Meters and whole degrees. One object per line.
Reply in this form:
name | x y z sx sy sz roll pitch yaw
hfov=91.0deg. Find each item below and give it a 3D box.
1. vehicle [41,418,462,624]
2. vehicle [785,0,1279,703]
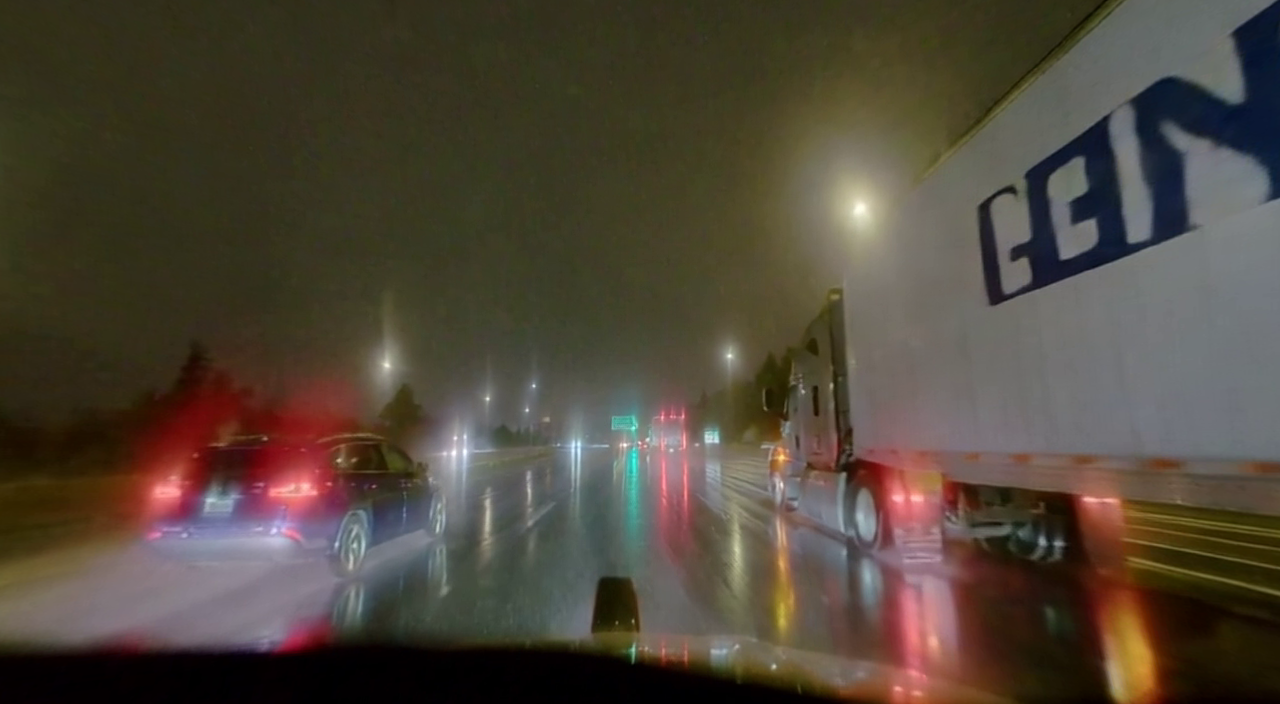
vehicle | -3.517 1.563 6.857 1.990 1.520 4.100 0 -8 -1
vehicle | 4.278 -0.180 3.847 2.976 4.064 14.619 0 -8 -1
